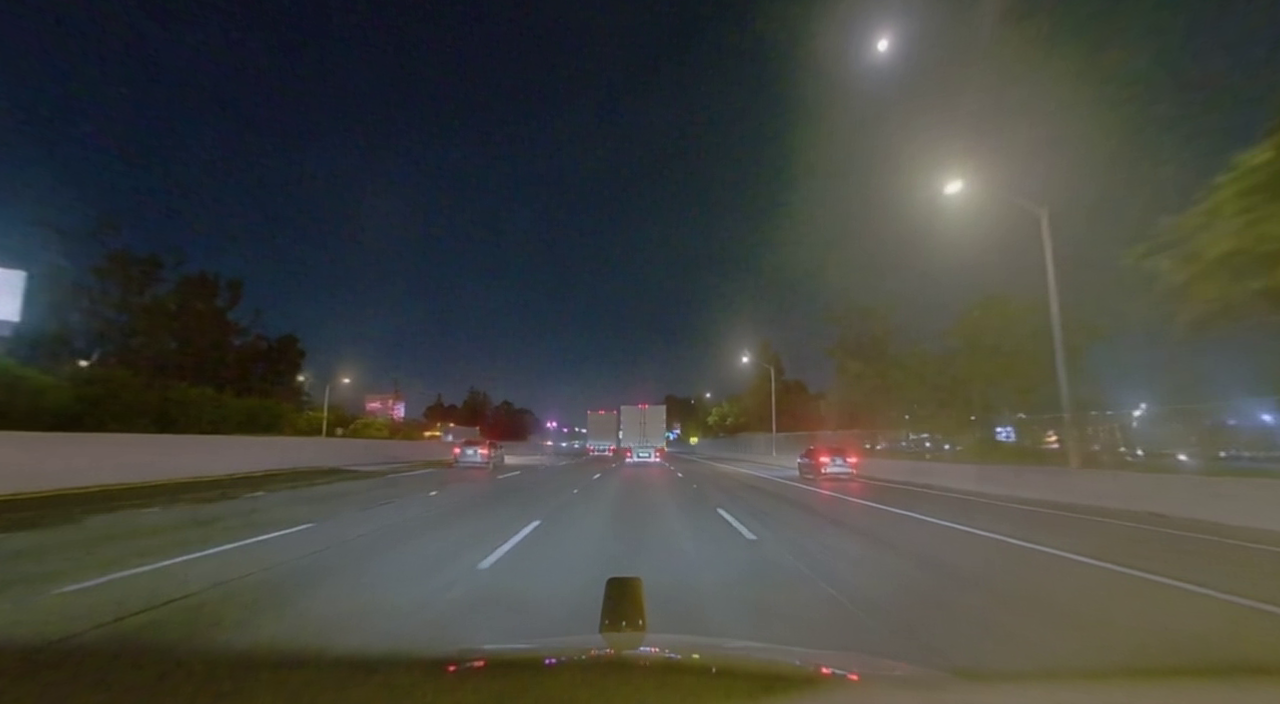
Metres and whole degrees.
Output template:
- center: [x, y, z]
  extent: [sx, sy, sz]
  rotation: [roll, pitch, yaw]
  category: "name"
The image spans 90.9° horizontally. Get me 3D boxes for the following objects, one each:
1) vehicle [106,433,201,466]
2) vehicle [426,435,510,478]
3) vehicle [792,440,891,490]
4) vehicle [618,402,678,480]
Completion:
- center: [-22.218, 4.451, 28.949]
  extent: [1.532, 1.421, 3.467]
  rotation: [0, -8, 1]
  category: "vehicle"
- center: [-6.719, 4.120, 25.237]
  extent: [1.992, 1.547, 4.673]
  rotation: [0, -8, 1]
  category: "vehicle"
- center: [6.947, 3.922, 22.300]
  extent: [1.969, 1.560, 4.394]
  rotation: [0, -8, -1]
  category: "vehicle"
- center: [0.366, 5.132, 38.155]
  extent: [3.054, 3.944, 11.230]
  rotation: [-1, -6, -1]
  category: "vehicle"
